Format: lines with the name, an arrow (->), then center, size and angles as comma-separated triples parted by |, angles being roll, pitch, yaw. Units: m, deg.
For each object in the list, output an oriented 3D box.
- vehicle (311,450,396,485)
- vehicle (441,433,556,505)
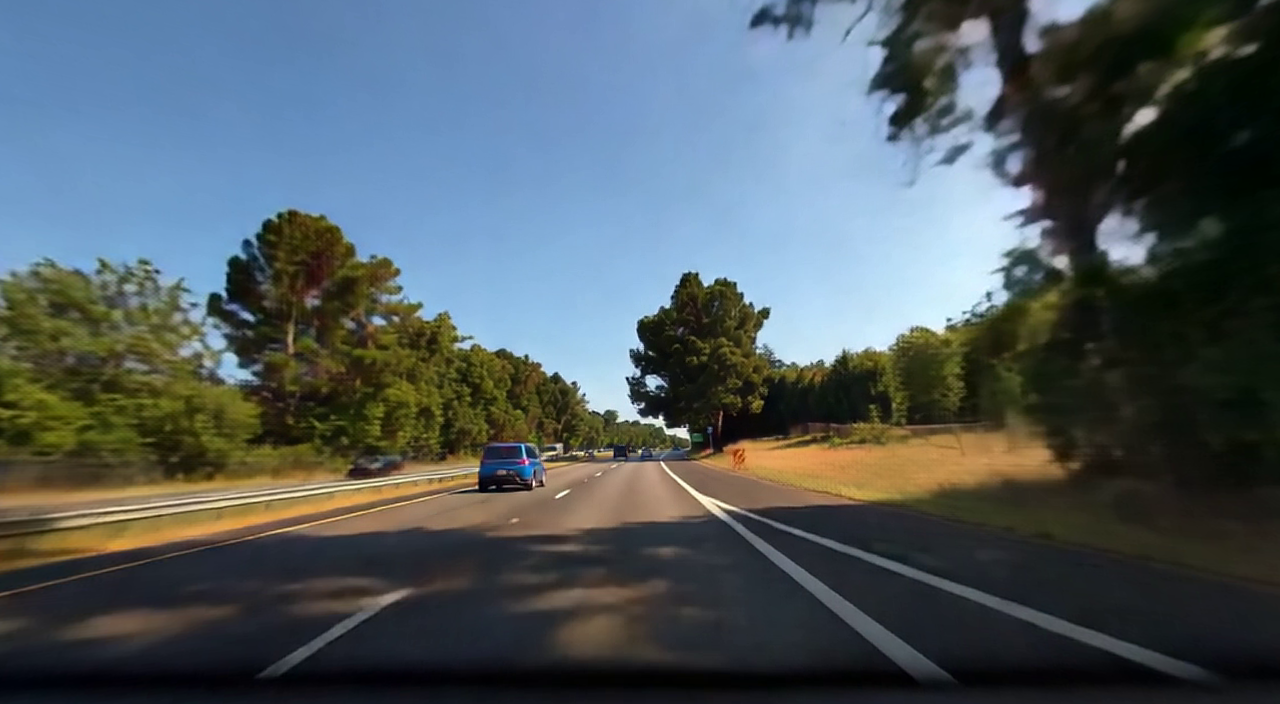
vehicle -> -13.003, 5.250, 28.976 | 1.803, 1.435, 4.433 | 0, -9, 0
vehicle -> -3.747, 3.184, 17.654 | 2.110, 1.727, 4.607 | 0, -9, 1
